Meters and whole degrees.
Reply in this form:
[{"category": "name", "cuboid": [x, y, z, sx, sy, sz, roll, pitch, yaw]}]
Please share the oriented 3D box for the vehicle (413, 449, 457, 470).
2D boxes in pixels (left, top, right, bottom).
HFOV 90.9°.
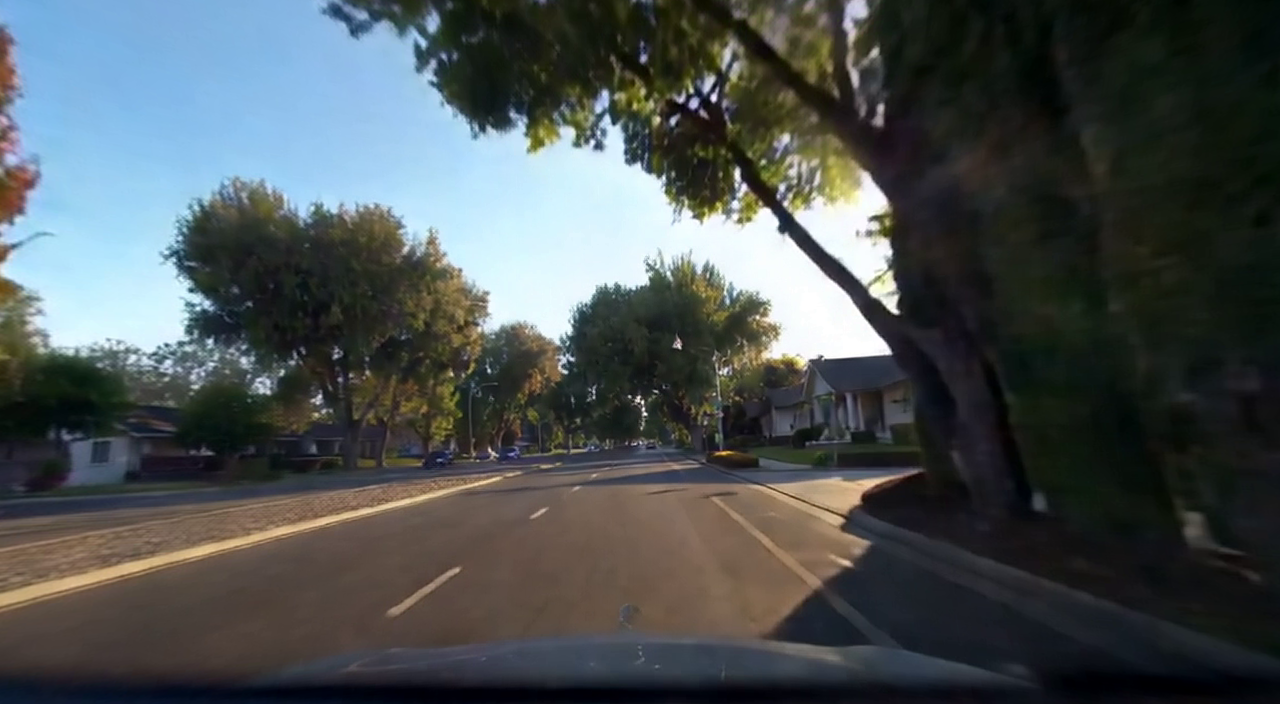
[{"category": "vehicle", "cuboid": [-15.642, 8.198, 48.383, 1.942, 1.481, 4.412, 0, -8, -1]}]
